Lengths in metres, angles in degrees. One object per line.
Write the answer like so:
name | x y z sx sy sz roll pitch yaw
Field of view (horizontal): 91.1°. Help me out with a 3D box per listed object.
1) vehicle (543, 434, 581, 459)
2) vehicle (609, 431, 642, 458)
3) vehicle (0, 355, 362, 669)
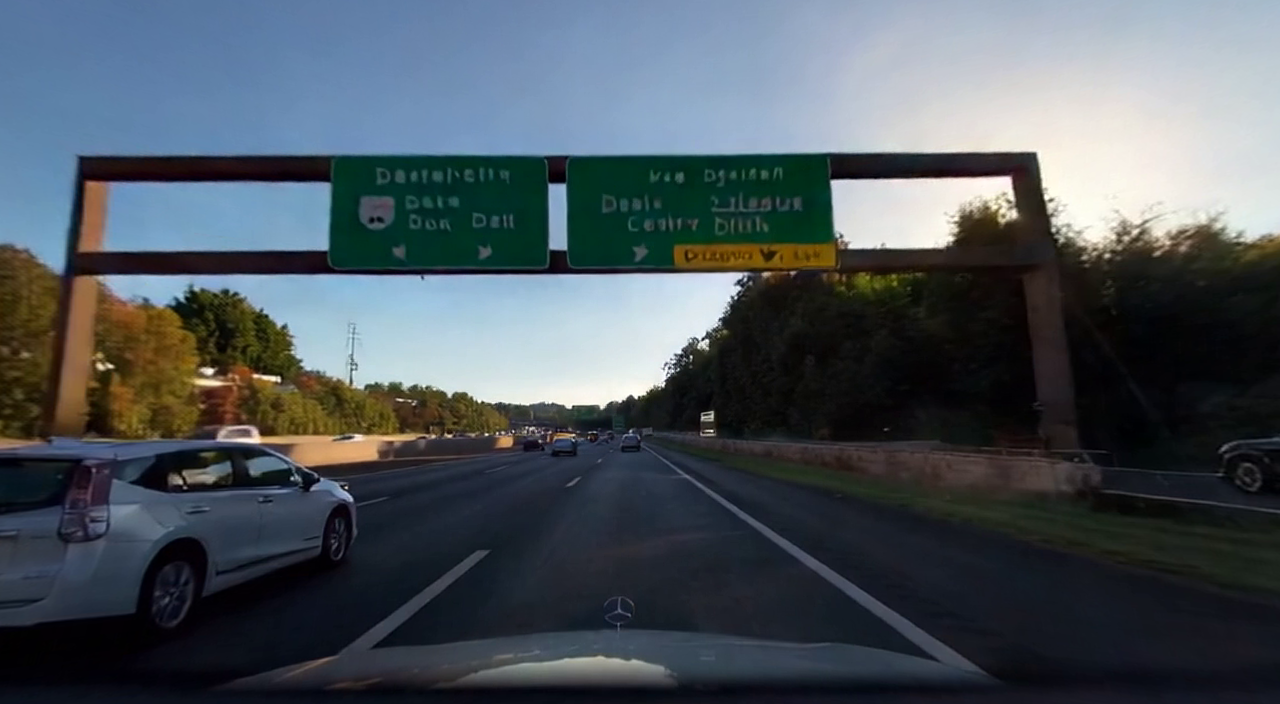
vehicle | -4.730 5.779 38.701 1.909 1.445 4.087 0 -8 -1
vehicle | -0.884 5.842 39.827 2.002 1.611 3.778 0 -8 0
vehicle | -4.561 1.213 5.883 1.971 1.822 4.366 0 -8 -1
